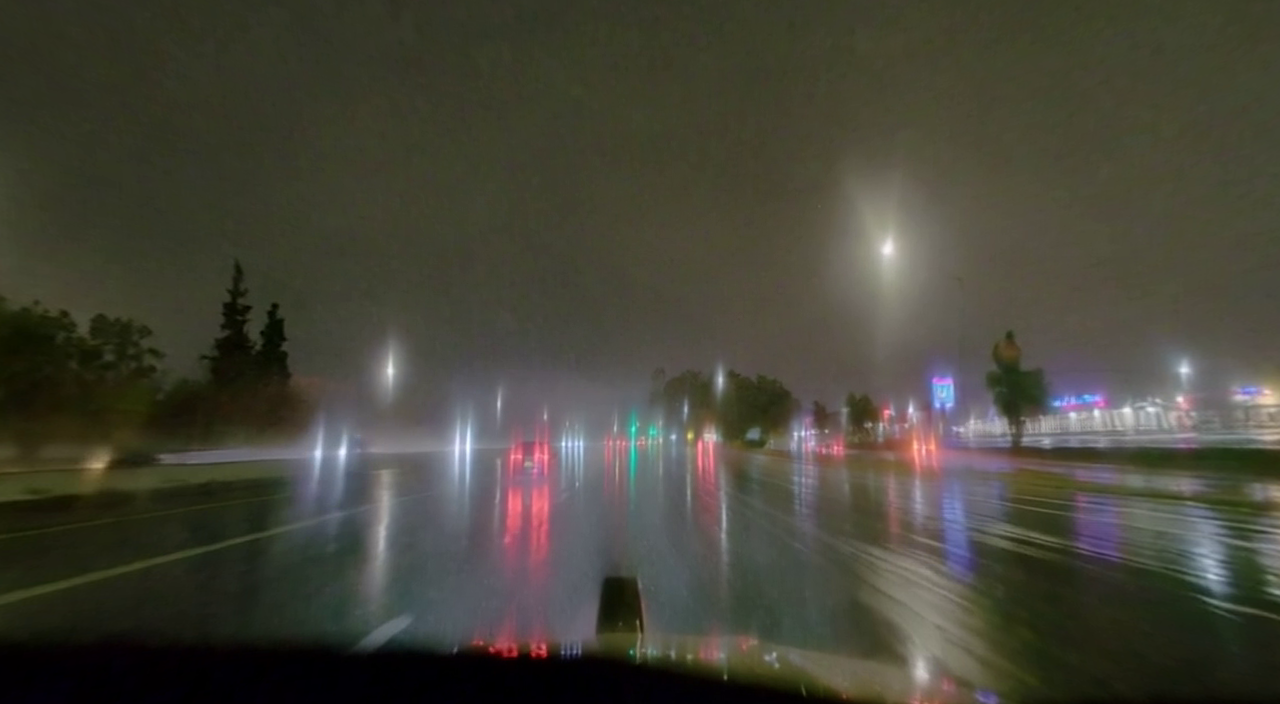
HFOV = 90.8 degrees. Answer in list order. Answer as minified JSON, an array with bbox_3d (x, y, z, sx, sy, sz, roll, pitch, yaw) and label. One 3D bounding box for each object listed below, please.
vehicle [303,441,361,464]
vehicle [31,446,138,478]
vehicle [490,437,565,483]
[{"bbox_3d":[-19.139,6.250,39.382,1.811,1.380,3.619,0,-8,0],"label":"vehicle"},{"bbox_3d":[-26.759,5.274,30.588,1.796,1.401,3.732,0,-8,-1],"label":"vehicle"},{"bbox_3d":[-4.000,3.905,23.138,1.939,1.508,4.272,0,-8,0],"label":"vehicle"}]
